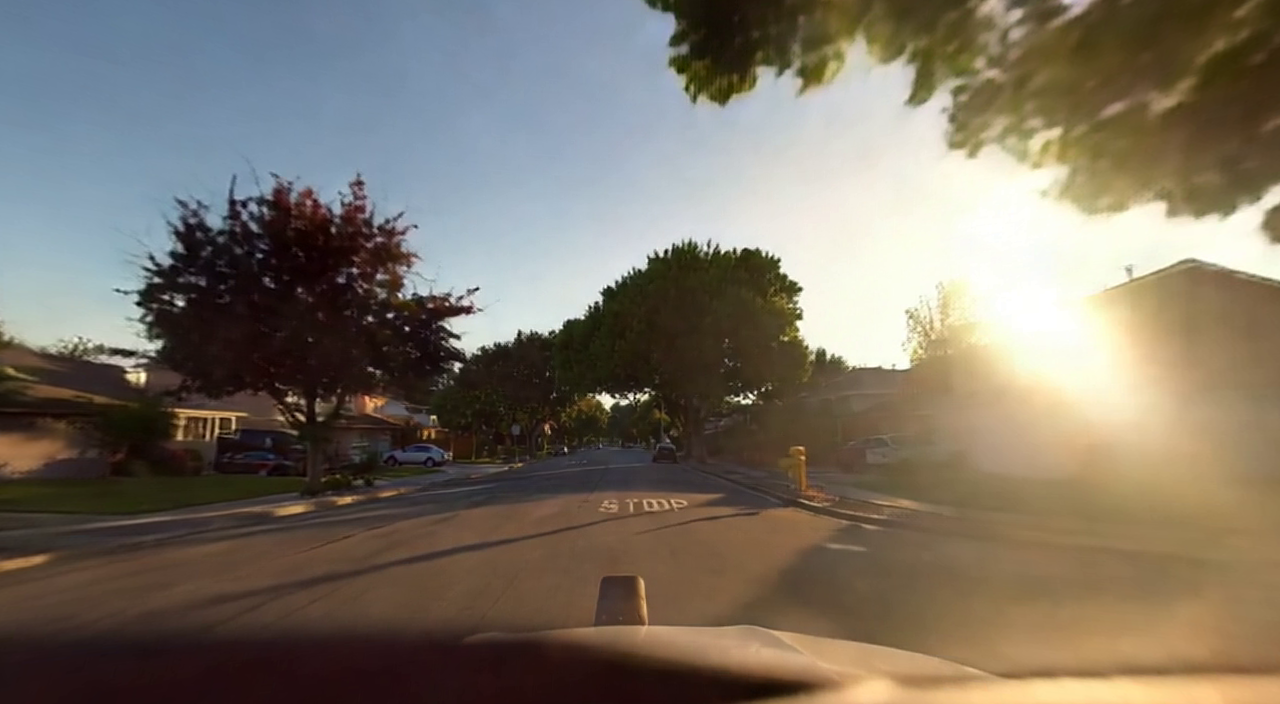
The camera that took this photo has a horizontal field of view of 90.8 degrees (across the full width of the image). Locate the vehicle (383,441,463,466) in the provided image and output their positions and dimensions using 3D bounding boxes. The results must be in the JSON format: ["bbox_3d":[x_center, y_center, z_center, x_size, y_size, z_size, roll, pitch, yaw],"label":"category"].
[{"bbox_3d":[-14.207,6.656,41.521,4.572,1.522,1.999,1,-8,-5],"label":"vehicle"}]

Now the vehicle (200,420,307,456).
[{"bbox_3d":[-19.227,4.315,31.585,4.093,1.661,1.765,0,-9,-6],"label":"vehicle"}]
